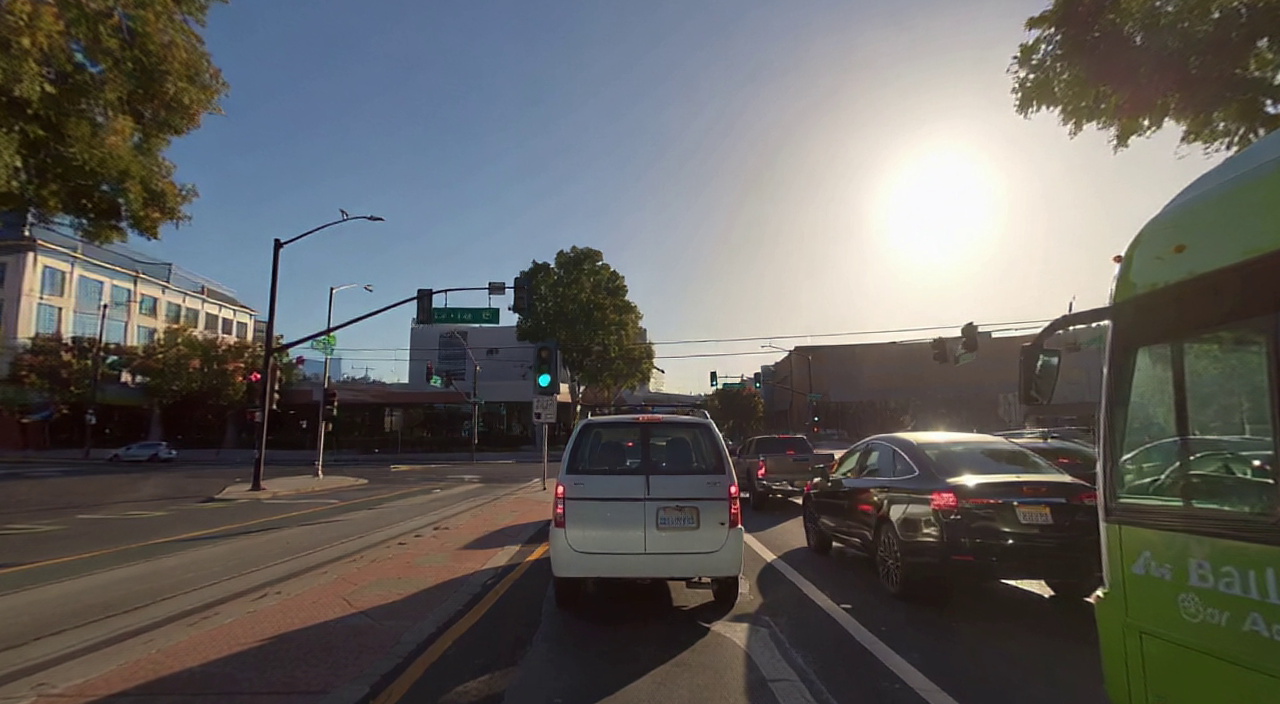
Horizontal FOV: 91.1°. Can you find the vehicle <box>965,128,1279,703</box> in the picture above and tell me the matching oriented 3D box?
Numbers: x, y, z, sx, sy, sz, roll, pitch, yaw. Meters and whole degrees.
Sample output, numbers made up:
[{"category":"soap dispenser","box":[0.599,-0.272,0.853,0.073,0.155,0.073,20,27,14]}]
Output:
[{"category":"vehicle","box":[2.614,0.317,0.427,2.037,2.065,5.037,0,-8,0]}]

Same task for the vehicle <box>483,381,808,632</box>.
[{"category":"vehicle","box":[0.013,1.474,7.008,2.381,1.842,4.603,0,-8,-1]}]

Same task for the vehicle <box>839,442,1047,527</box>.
[{"category":"vehicle","box":[5.980,2.638,13.225,1.987,1.457,4.675,0,-8,-1]}]
